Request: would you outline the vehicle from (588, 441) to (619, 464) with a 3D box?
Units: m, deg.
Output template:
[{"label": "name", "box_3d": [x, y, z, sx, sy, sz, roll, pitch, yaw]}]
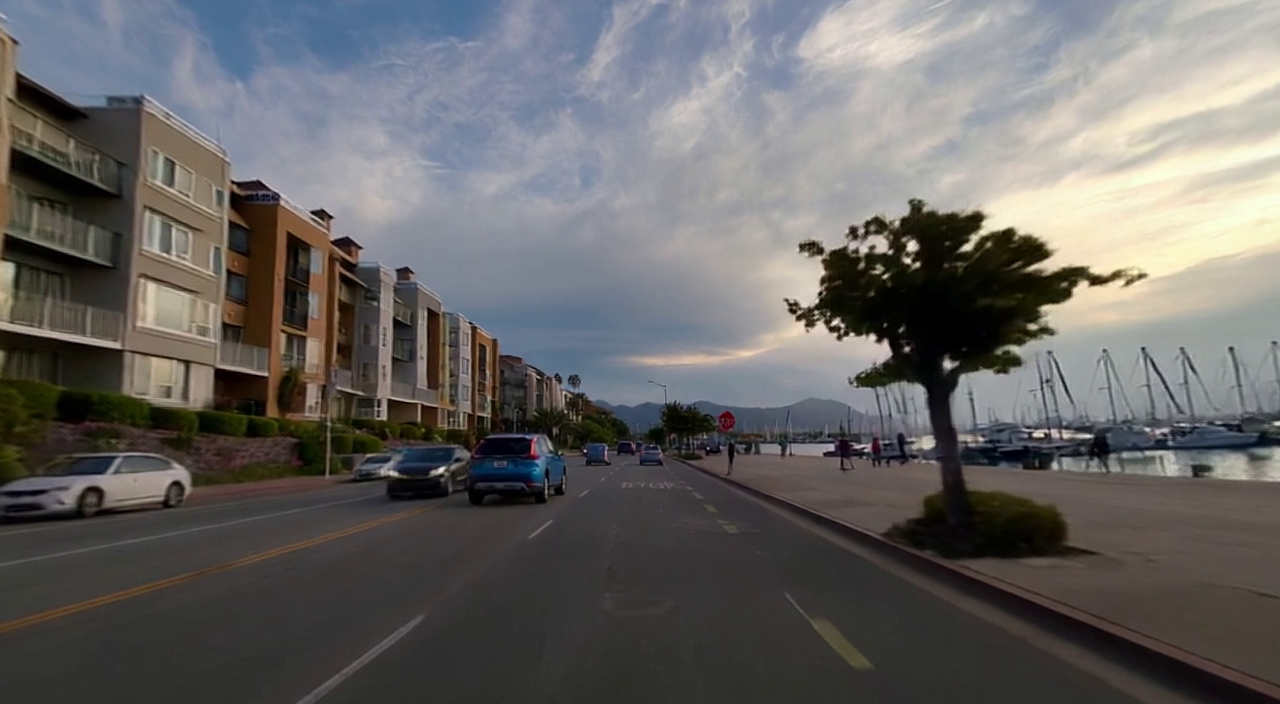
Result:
[{"label": "vehicle", "box_3d": [-2.836, 7.895, 49.567, 2.056, 1.680, 4.205, -1, -8, 1]}]

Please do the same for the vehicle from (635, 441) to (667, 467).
[{"label": "vehicle", "box_3d": [0.755, 6.939, 43.080, 2.057, 1.624, 3.726, -1, -8, 2]}]

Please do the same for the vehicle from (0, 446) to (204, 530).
[{"label": "vehicle", "box_3d": [-13.408, 3.177, 15.448, 2.128, 1.716, 4.479, -1, -8, 2]}]

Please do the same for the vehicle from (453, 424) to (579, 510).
[{"label": "vehicle", "box_3d": [-2.889, 2.814, 15.915, 2.082, 1.817, 4.724, -1, -8, 2]}]

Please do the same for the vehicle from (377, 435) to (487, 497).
[{"label": "vehicle", "box_3d": [-6.526, 3.597, 20.354, 1.987, 1.751, 4.308, -1, -8, 1]}]
